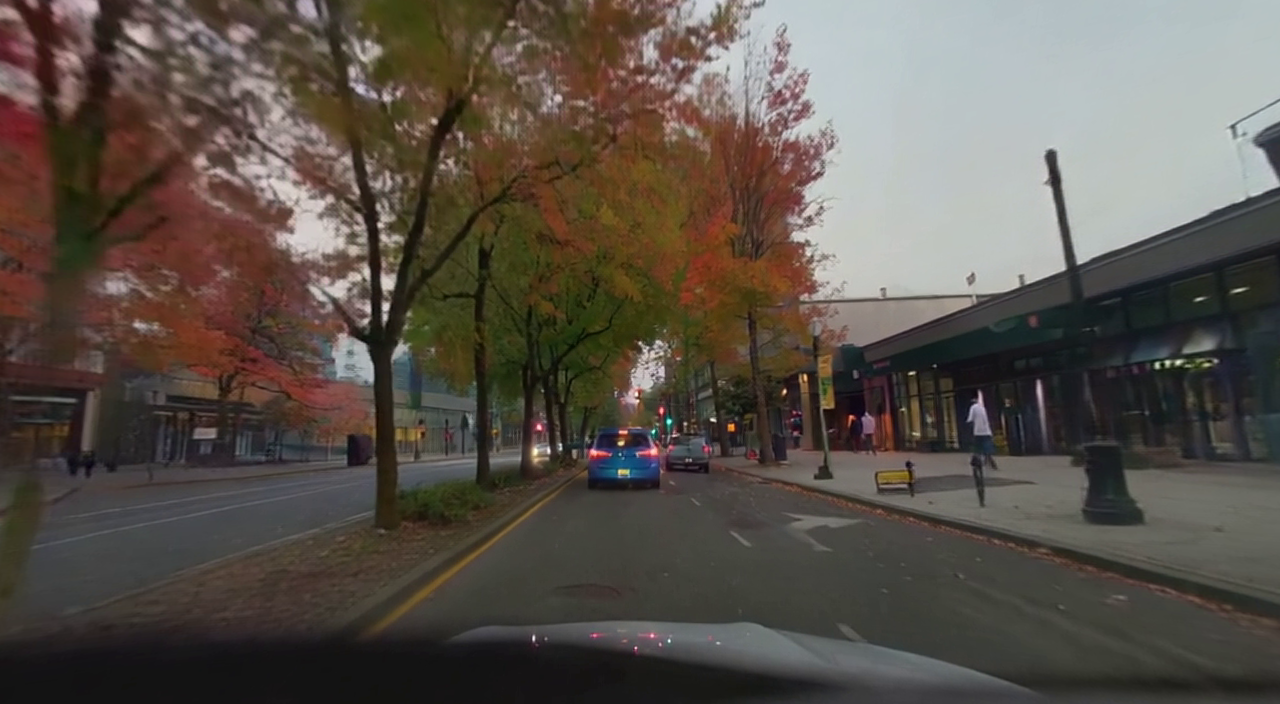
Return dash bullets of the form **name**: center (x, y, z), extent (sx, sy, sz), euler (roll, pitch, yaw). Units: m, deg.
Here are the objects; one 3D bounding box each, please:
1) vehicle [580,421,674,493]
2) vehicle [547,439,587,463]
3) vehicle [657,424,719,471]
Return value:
- **vehicle**: center (-0.374, 2.841, 17.419), extent (2.274, 1.736, 4.083), euler (0, -8, -2)
- **vehicle**: center (-4.522, 6.180, 39.494), extent (2.096, 1.415, 4.515), euler (0, -8, -1)
- **vehicle**: center (2.127, 4.409, 29.258), extent (2.147, 1.968, 4.478), euler (1, -8, -5)
